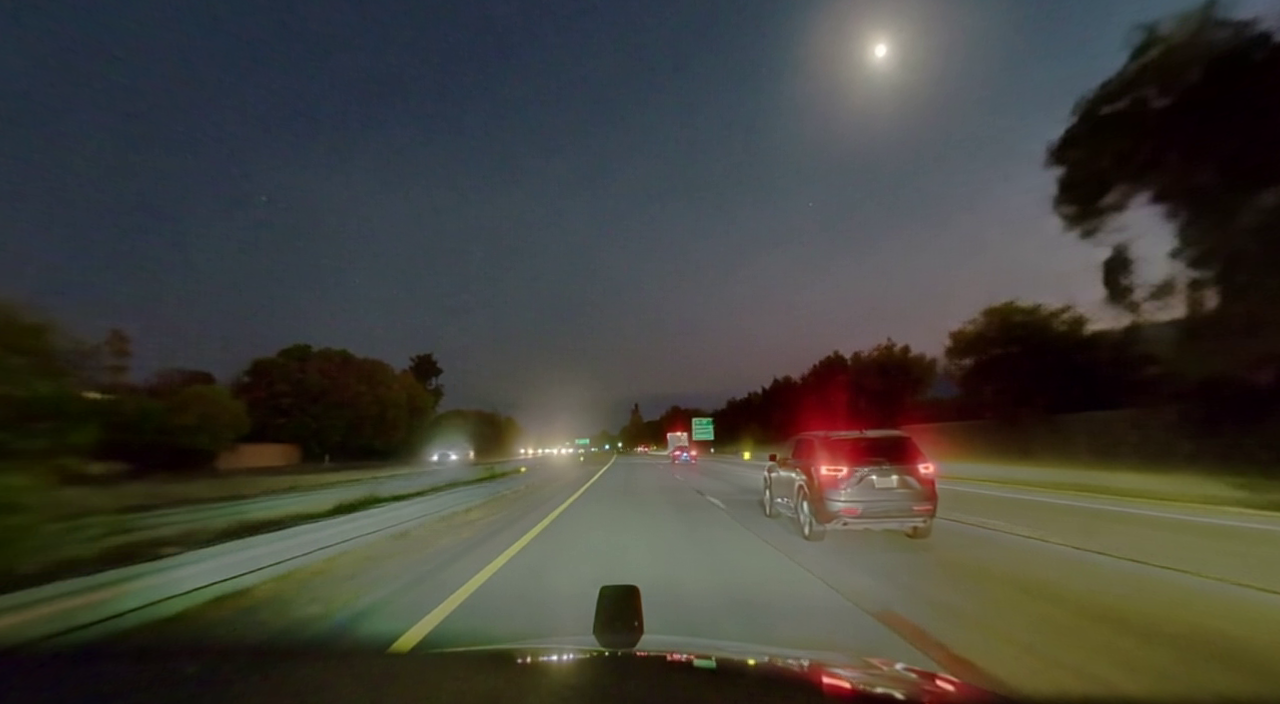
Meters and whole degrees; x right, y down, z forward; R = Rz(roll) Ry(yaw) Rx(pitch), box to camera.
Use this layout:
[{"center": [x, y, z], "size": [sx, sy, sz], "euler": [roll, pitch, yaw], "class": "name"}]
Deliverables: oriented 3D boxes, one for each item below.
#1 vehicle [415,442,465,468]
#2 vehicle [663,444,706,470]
[{"center": [-13.614, 7.042, 42.935], "size": [2.049, 1.633, 4.350], "euler": [0, -9, -1], "class": "vehicle"}, {"center": [2.731, 6.585, 39.445], "size": [2.244, 1.498, 4.338], "euler": [0, -9, -2], "class": "vehicle"}]
